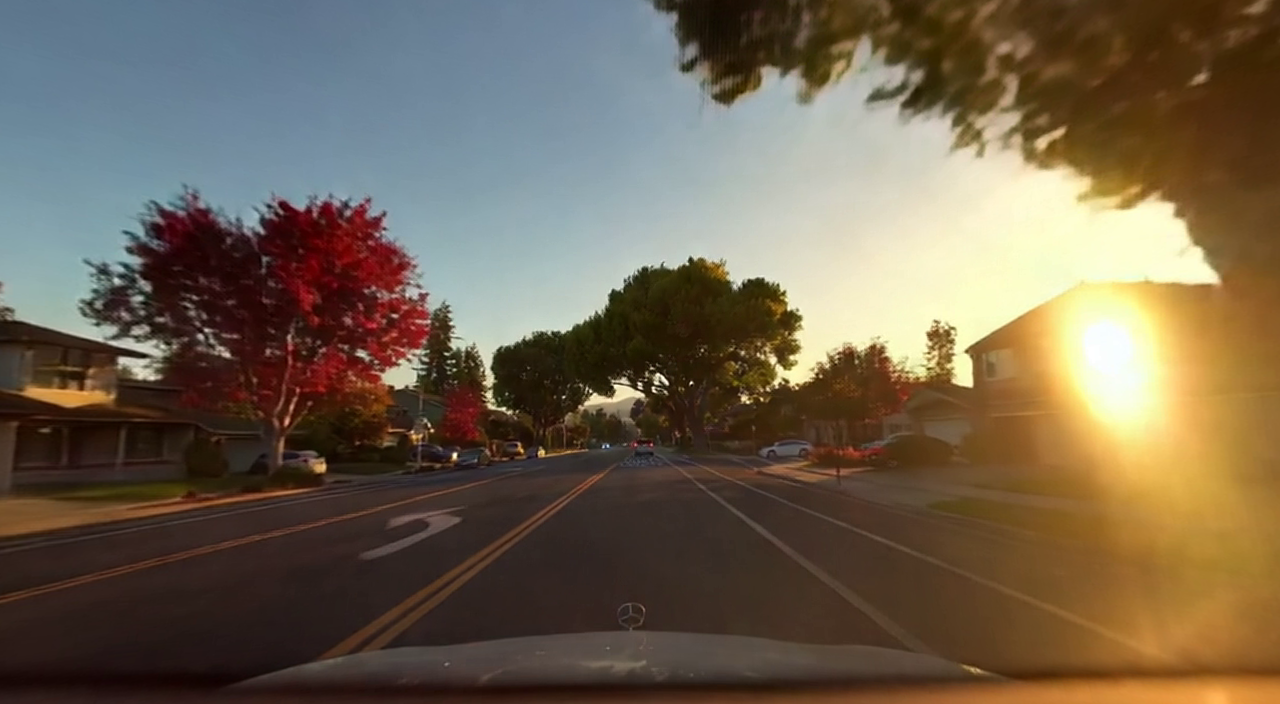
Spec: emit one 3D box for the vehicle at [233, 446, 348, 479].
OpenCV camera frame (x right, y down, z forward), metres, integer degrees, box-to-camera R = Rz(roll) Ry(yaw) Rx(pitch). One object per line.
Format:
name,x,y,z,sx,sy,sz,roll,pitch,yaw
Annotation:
vehicle,-18.149,5.728,32.899,4.717,1.605,2.074,0,-8,-4

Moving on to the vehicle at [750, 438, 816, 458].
vehicle,11.077,7.494,49.136,4.818,1.525,2.163,-2,-8,9

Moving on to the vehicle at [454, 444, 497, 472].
vehicle,-12.369,7.957,47.609,1.965,1.653,4.488,-3,-6,1
